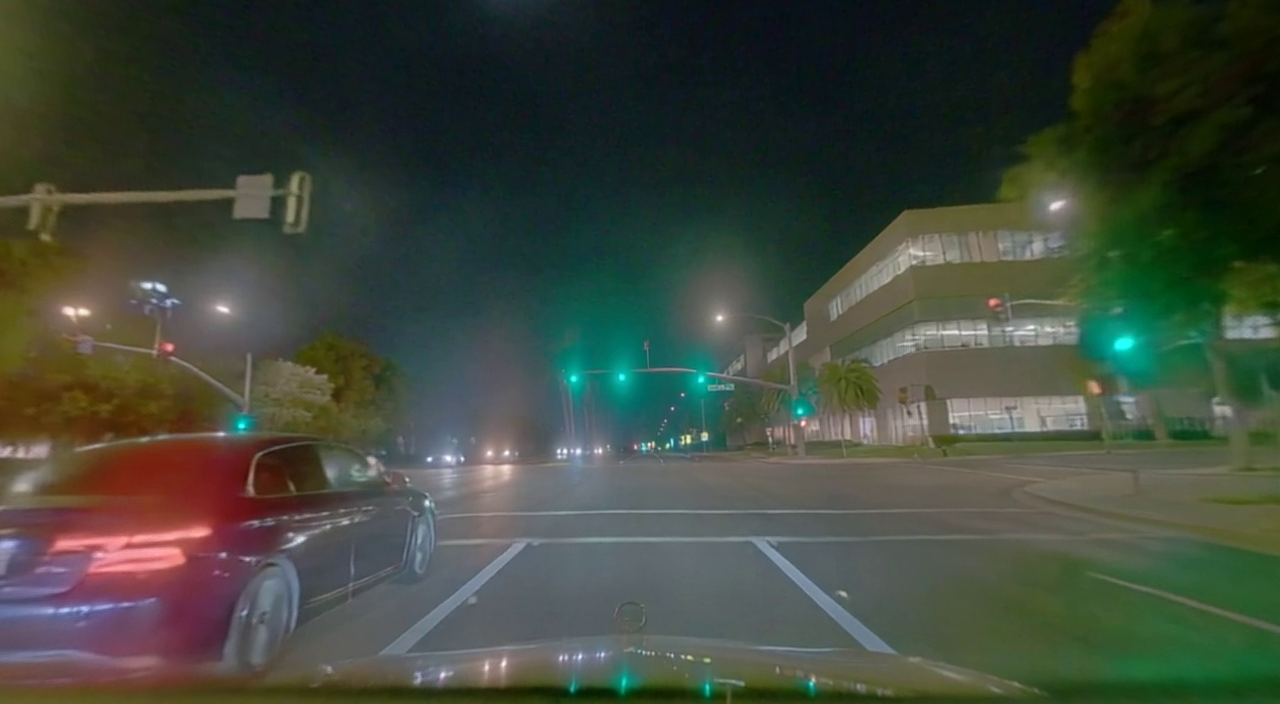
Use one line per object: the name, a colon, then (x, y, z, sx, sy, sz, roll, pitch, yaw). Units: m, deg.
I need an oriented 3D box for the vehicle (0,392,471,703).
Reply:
vehicle: (-3.081, 1.278, 4.825, 2.162, 1.549, 4.795, 0, -8, 1)
